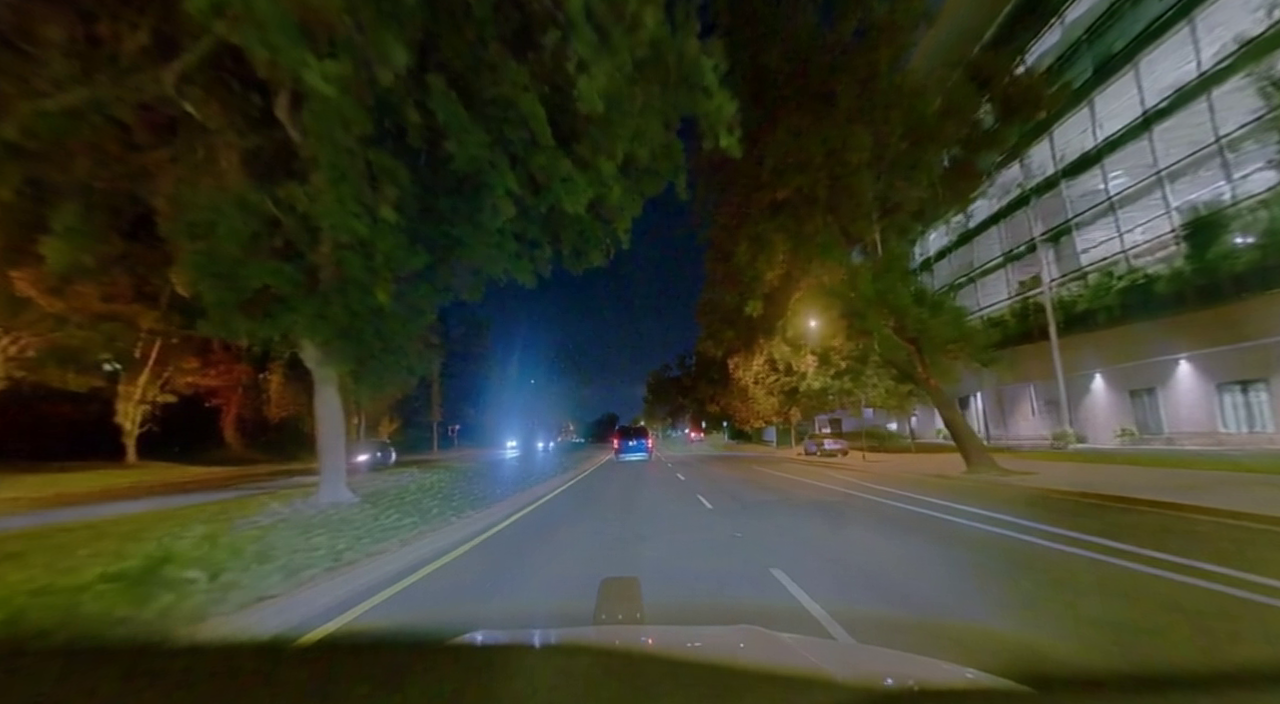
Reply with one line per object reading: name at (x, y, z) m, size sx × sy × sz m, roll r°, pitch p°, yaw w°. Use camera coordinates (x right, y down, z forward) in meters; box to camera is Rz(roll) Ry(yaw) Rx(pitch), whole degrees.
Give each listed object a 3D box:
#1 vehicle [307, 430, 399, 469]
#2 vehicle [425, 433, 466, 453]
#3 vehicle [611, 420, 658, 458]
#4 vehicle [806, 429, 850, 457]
vehicle at (-13.400, 4.608, 29.890) m, size 1.929 × 1.676 × 5.134 m, roll 0°, pitch -8°, yaw 0°
vehicle at (-14.973, 7.049, 48.841) m, size 1.870 × 1.473 × 4.584 m, roll 0°, pitch -8°, yaw -3°
vehicle at (-0.286, 4.817, 34.873) m, size 2.411 × 1.937 × 5.186 m, roll 0°, pitch -8°, yaw 0°
vehicle at (12.658, 6.164, 42.887) m, size 2.364 × 1.781 × 4.854 m, roll -2°, pitch -9°, yaw 11°
